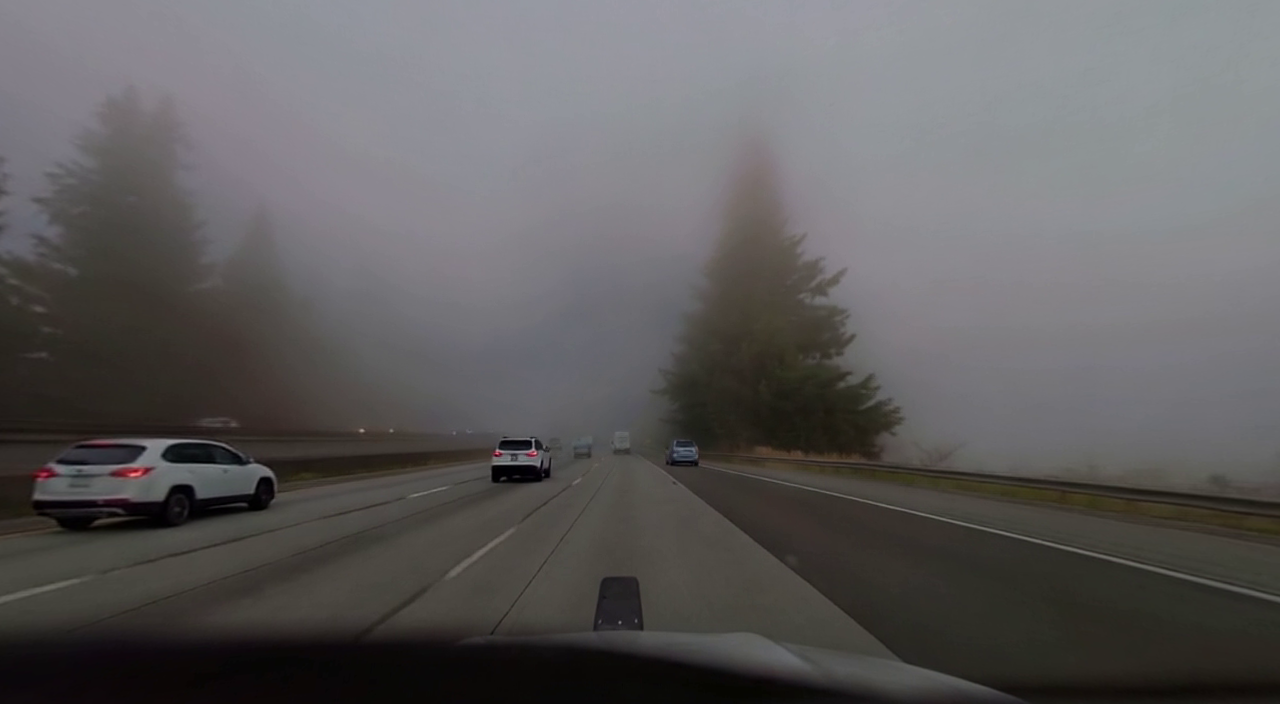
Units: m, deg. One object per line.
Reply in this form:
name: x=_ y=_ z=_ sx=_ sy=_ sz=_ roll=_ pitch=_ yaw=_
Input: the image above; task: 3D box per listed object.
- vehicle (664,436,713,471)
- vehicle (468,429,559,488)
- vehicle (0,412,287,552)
vehicle: x=2.469 y=5.317 z=33.214 sx=2.053 sy=1.698 sz=4.097 roll=0 pitch=-9 yaw=-3
vehicle: x=-3.895 y=3.362 z=20.147 sx=2.002 sy=1.680 sz=4.301 roll=0 pitch=-9 yaw=0
vehicle: x=-8.134 y=1.946 z=10.121 sx=2.237 sy=1.703 sz=4.681 roll=0 pitch=-9 yaw=-1
